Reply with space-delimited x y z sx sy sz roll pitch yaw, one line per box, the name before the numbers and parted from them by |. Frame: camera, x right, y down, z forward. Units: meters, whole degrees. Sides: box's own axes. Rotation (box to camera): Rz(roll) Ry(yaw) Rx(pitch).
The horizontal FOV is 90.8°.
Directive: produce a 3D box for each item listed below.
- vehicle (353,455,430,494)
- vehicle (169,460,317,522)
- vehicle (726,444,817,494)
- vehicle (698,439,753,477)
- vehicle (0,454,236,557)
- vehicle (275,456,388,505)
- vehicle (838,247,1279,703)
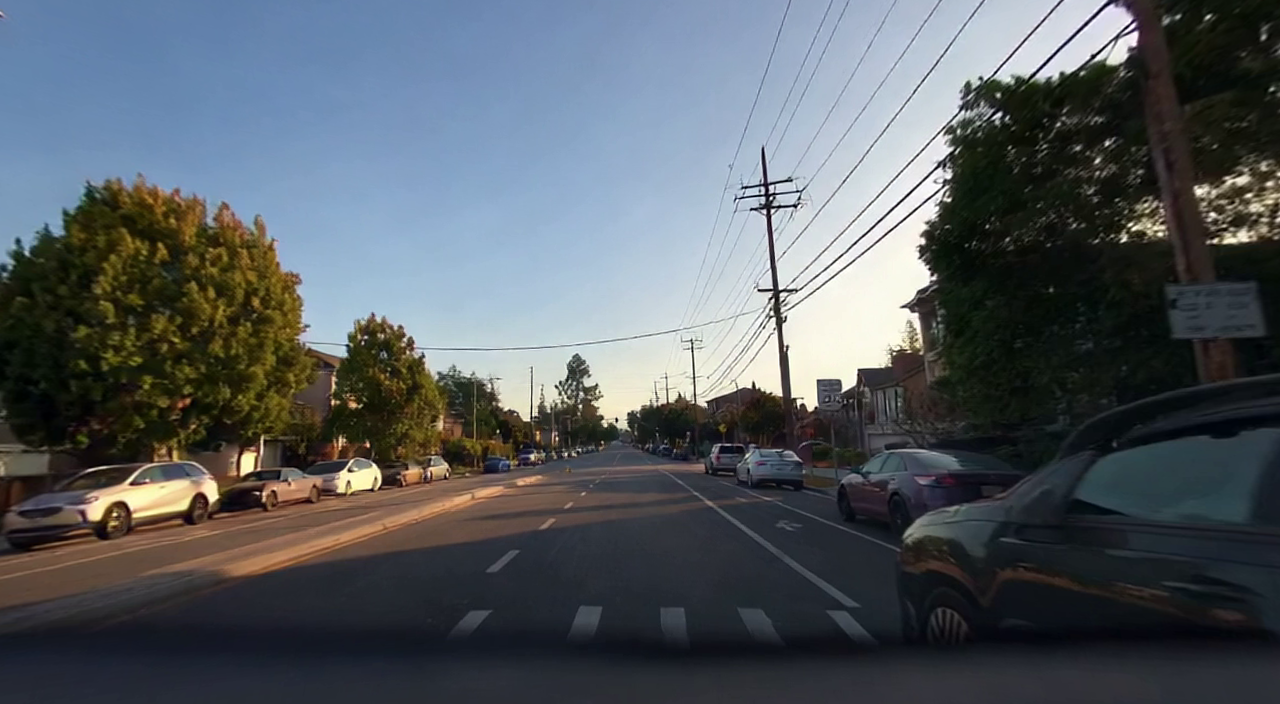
vehicle | -11.034 5.443 28.365 1.804 1.513 4.450 0 -9 -3
vehicle | -11.203 3.906 18.196 1.689 1.461 4.008 0 -9 -1
vehicle | 4.227 3.851 21.151 1.989 1.471 4.460 0 -9 -1
vehicle | 4.296 5.428 32.481 2.126 1.802 4.259 0 -9 -2
vehicle | -11.054 3.060 13.372 2.061 1.737 4.370 0 -9 0
vehicle | -11.051 4.597 23.084 1.955 1.522 4.759 0 -9 -3
vehicle | 3.986 0.829 3.546 3.500 2.118 6.308 0 -7 -2
